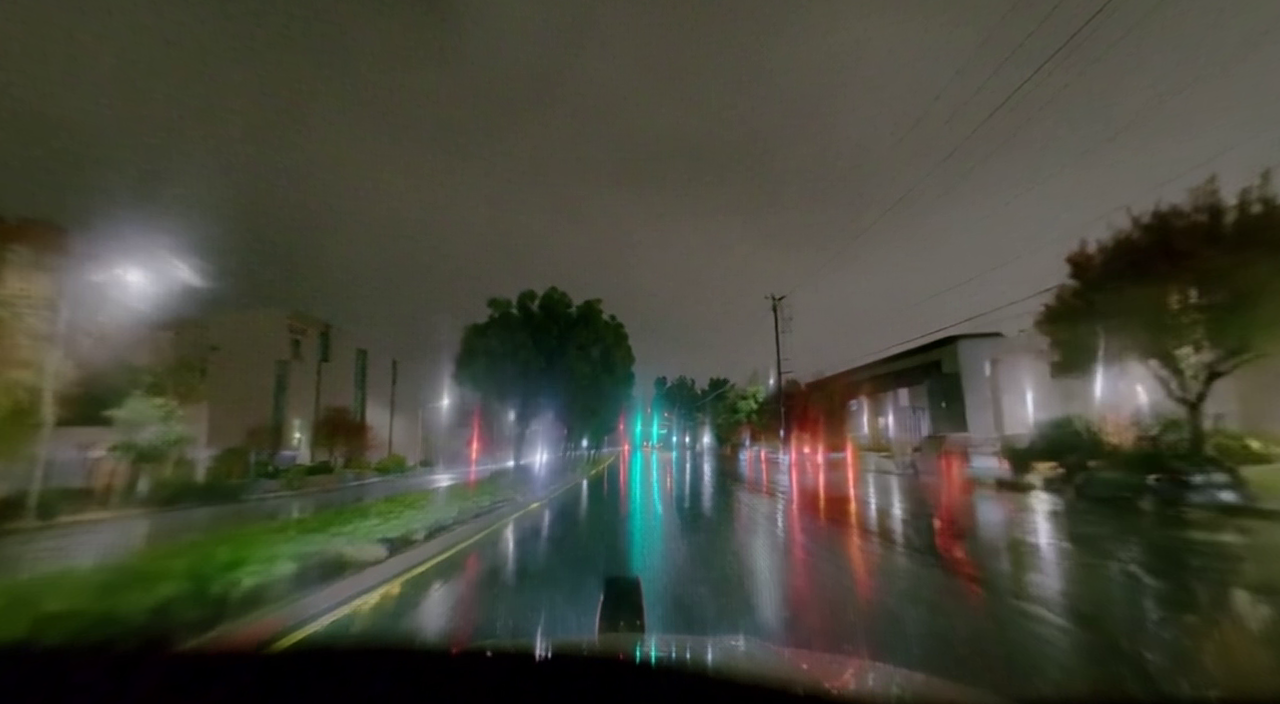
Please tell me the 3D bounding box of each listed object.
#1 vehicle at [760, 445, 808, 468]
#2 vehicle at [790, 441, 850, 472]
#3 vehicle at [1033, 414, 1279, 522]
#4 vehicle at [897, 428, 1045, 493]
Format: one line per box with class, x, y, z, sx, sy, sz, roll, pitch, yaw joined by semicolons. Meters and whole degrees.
vehicle;9.562;6.961;42.268;1.930;1.453;4.665;0;-9;-2
vehicle;9.792;5.714;34.768;1.970;1.610;4.247;0;-9;-1
vehicle;9.948;2.137;12.059;1.984;1.672;4.262;0;-9;-2
vehicle;9.866;3.271;19.365;2.037;1.732;4.530;0;-9;0
